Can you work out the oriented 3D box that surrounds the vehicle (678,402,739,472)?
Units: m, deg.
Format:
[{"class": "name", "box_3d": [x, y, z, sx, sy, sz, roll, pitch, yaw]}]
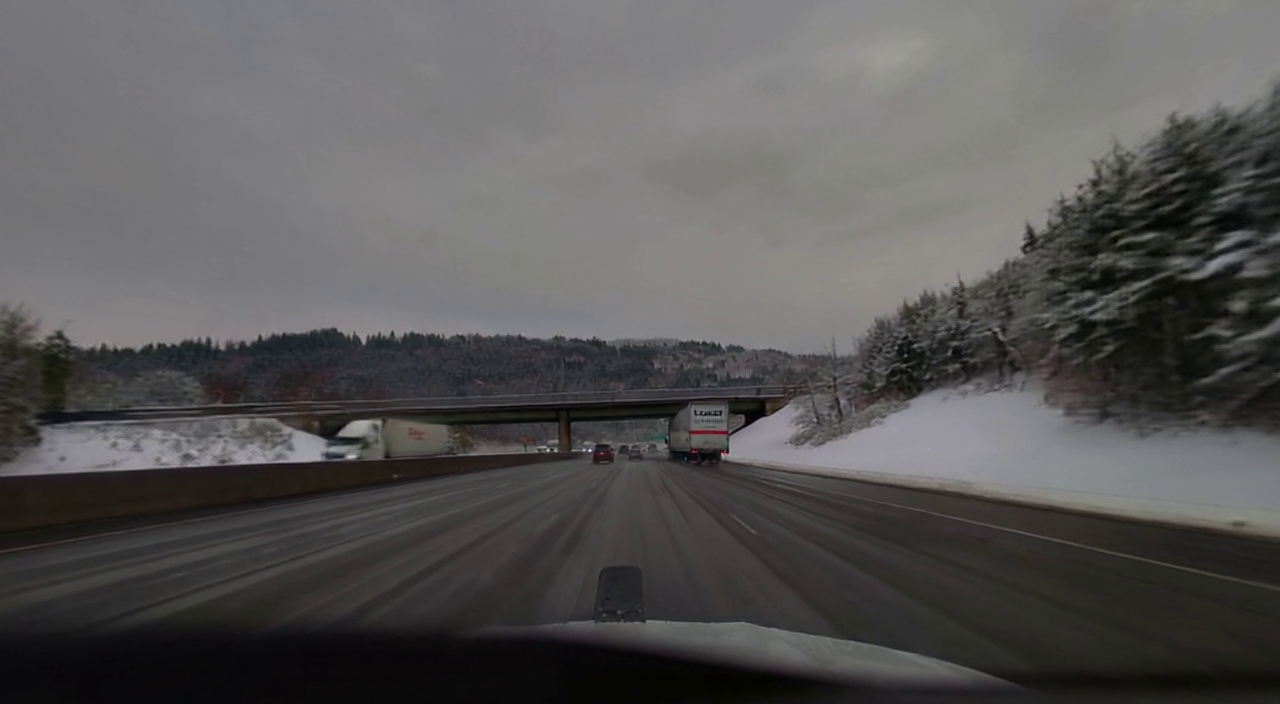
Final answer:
[{"class": "vehicle", "box_3d": [4.150, 5.504, 40.464, 2.885, 3.992, 8.526, 0, -9, 0]}]

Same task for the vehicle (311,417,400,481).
[{"class": "vehicle", "box_3d": [-19.132, 6.585, 42.958, 2.969, 3.983, 6.343, 0, -9, 0]}]
